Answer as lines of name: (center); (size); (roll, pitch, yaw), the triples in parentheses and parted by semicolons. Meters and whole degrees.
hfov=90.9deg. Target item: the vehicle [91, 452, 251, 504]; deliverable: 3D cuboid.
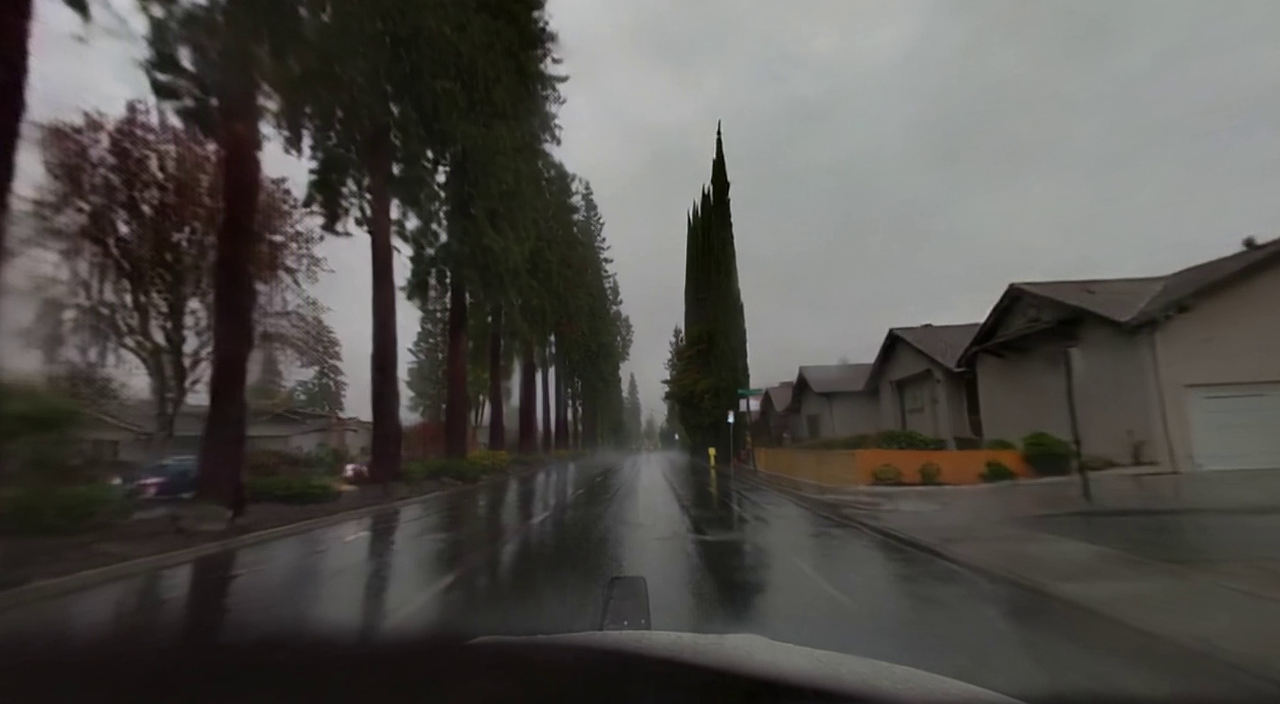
vehicle: (-15.236, 4.069, 20.866); (1.942, 1.481, 4.412); (0, -8, -1)

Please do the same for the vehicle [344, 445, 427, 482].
vehicle: (-12.242, 5.352, 30.702); (2.193, 1.628, 4.560); (0, -8, -1)
